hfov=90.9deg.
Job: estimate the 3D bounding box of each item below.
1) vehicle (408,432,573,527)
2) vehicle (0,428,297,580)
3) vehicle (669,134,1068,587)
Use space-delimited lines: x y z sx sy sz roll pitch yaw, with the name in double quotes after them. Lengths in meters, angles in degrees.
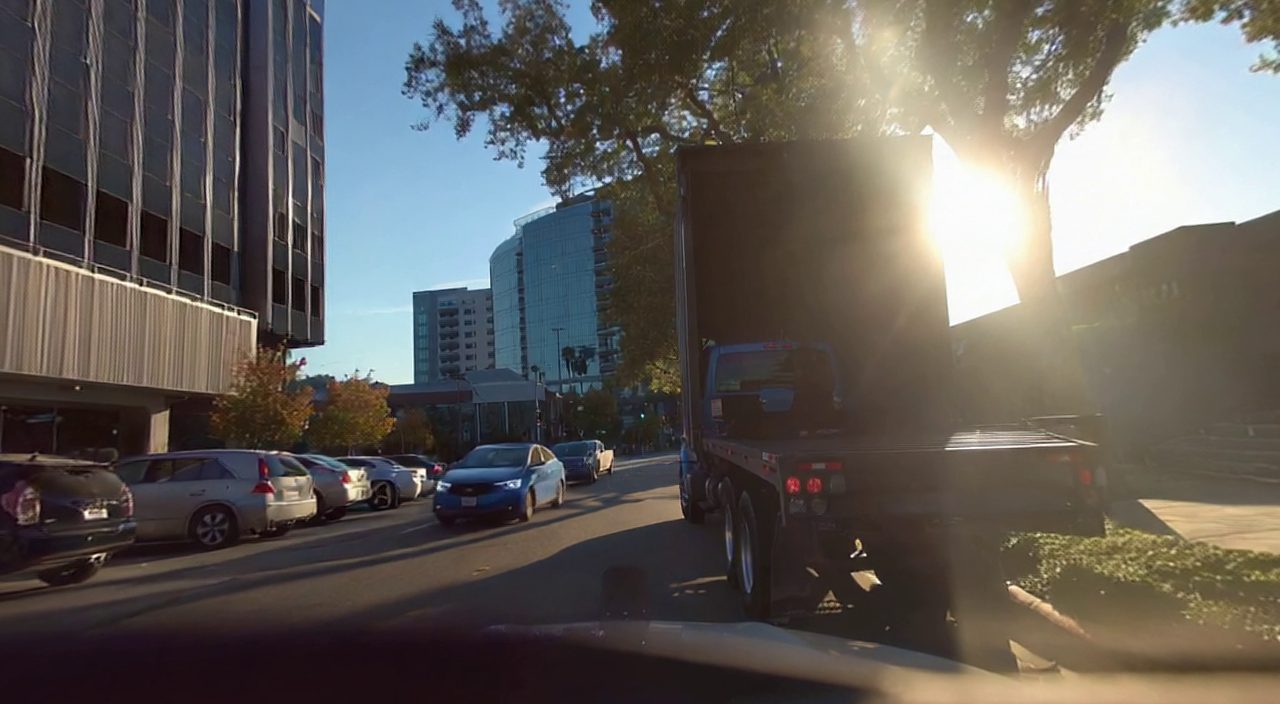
-2.736 2.449 12.731 2.183 1.563 4.257 0 -8 2 "vehicle"
-8.153 2.096 9.231 5.022 1.872 2.137 7 -11 -41 "vehicle"
2.538 0.826 11.424 3.320 4.034 11.553 -1 -8 6 "vehicle"
